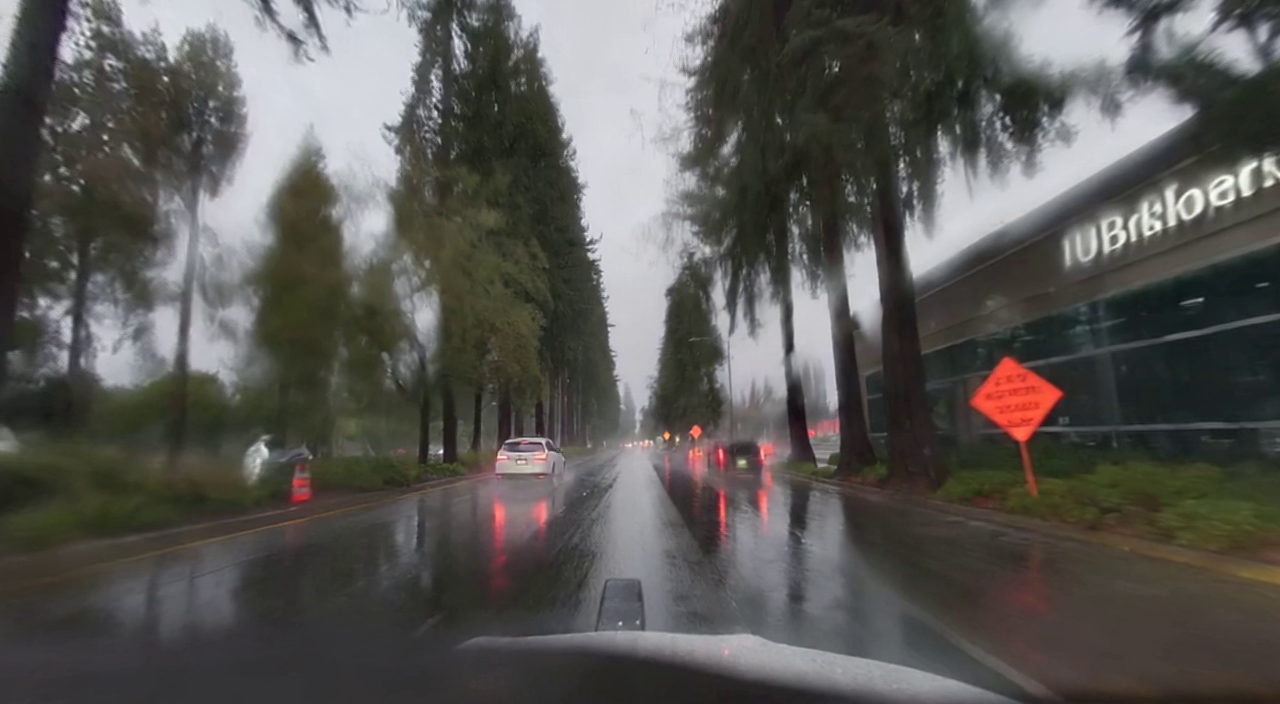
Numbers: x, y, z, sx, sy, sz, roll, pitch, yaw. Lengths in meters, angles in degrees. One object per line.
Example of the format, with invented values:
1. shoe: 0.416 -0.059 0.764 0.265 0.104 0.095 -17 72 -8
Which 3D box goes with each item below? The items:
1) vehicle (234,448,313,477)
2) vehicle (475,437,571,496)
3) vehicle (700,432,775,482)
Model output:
1. vehicle: -22.084 6.655 38.305 1.996 1.605 4.671 0 -9 0
2. vehicle: -3.203 3.216 18.149 2.020 1.474 4.098 0 -9 -1
3. vehicle: 3.792 4.185 25.487 2.159 1.793 4.735 0 -9 -2
